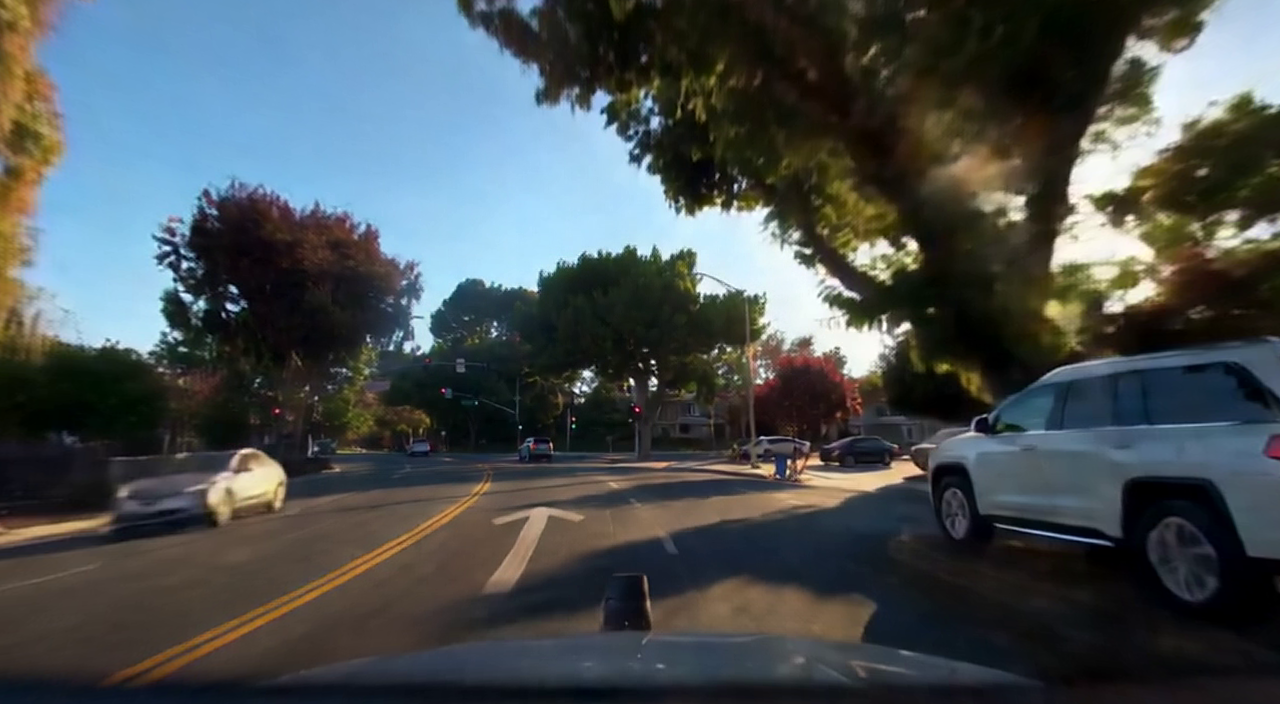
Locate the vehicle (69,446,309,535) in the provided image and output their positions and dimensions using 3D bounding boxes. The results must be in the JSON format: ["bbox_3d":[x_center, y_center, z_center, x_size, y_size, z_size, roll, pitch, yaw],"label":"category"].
[{"bbox_3d":[-8.770,2.670,12.908,2.090,1.446,4.483,1,-9,-8],"label":"vehicle"}]

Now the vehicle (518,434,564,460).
[{"bbox_3d":[-7.067,6.696,44.562,2.138,1.729,4.178,4,-9,-24],"label":"vehicle"}]

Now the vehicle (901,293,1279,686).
[{"bbox_3d":[4.579,1.024,5.341,2.338,2.063,5.592,0,-8,0],"label":"vehicle"}]

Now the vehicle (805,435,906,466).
[{"bbox_3d":[10.844,4.944,31.740,4.426,1.461,1.996,2,-9,-17],"label":"vehicle"}]

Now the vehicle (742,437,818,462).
[{"bbox_3d":[8.783,6.114,39.717,4.169,1.527,2.053,2,-9,-15],"label":"vehicle"}]
